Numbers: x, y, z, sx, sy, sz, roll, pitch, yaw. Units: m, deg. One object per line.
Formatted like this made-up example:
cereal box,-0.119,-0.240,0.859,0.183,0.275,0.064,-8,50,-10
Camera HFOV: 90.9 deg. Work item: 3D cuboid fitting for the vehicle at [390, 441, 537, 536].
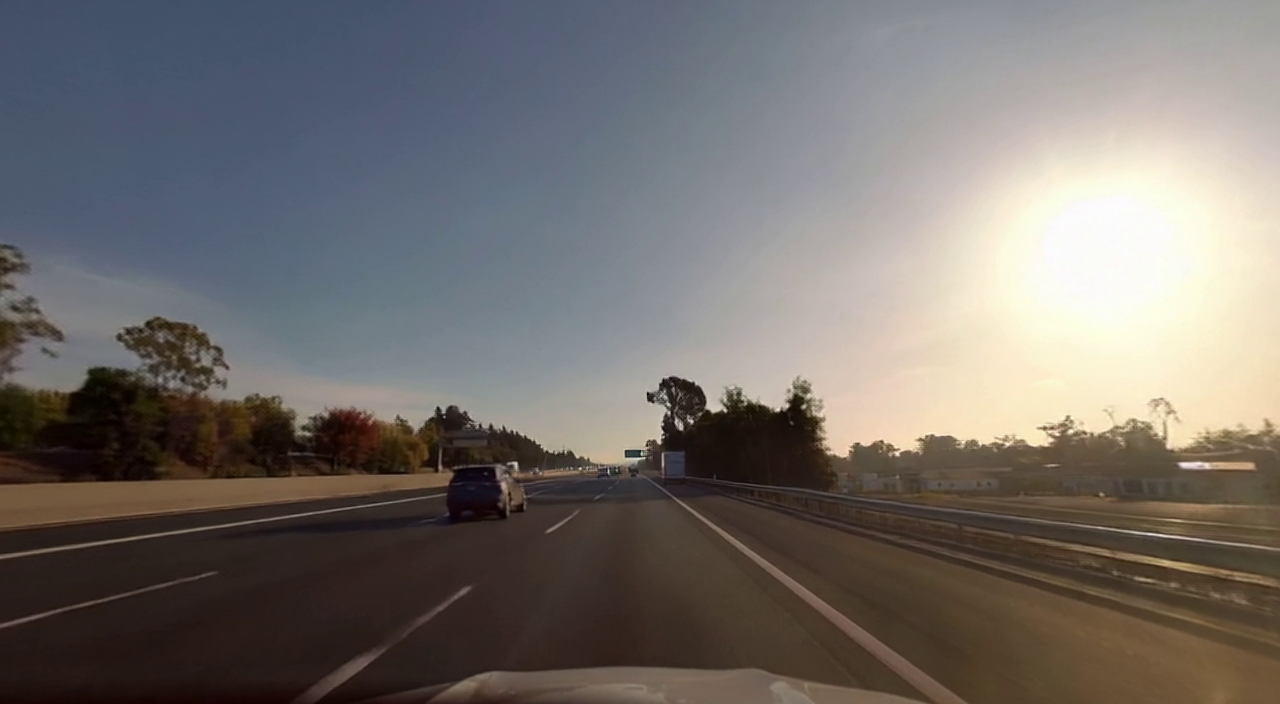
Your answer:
vehicle,-3.898,3.153,14.970,2.036,1.835,4.888,1,-10,0
